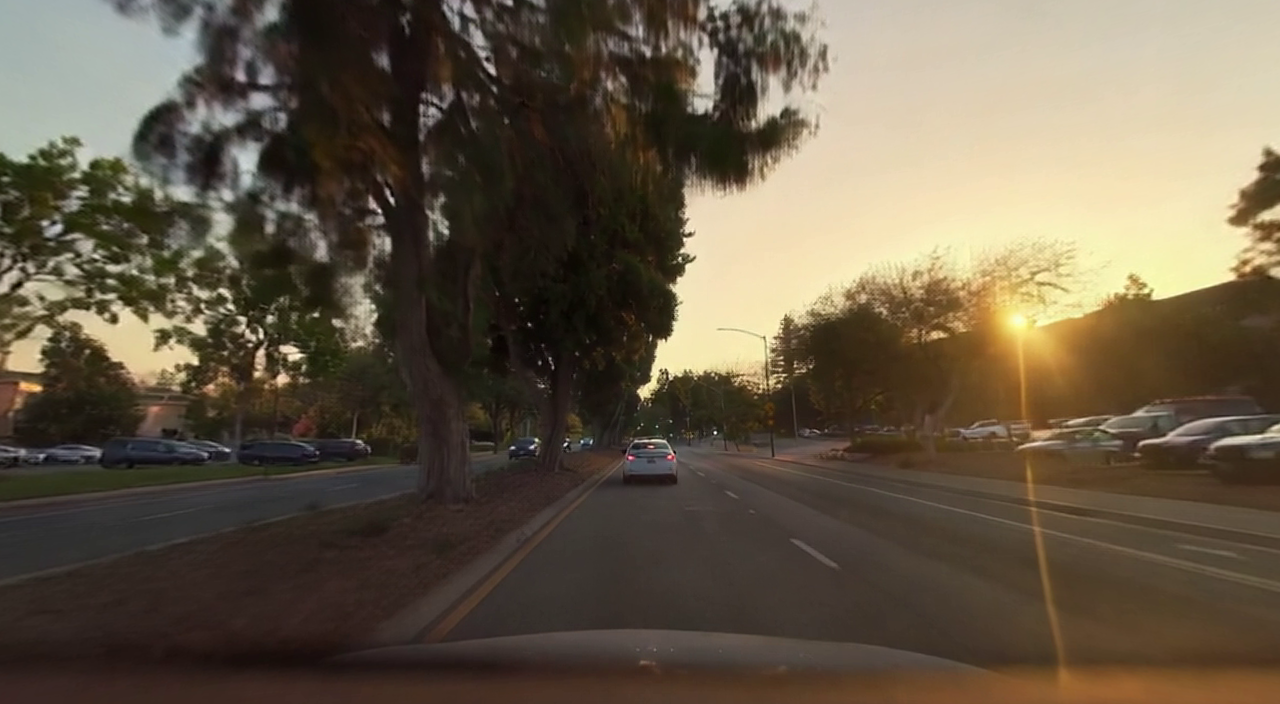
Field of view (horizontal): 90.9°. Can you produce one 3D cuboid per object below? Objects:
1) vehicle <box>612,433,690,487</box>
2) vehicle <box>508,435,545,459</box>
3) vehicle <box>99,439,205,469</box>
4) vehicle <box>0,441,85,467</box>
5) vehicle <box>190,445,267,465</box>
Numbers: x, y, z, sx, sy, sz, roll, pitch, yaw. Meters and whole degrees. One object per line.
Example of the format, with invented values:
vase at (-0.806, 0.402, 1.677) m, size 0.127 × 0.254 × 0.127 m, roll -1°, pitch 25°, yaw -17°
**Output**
vehicle at (0.256, 3.174, 18.858) m, size 2.093 × 1.442 × 3.977 m, roll 0°, pitch -8°, yaw -1°
vehicle at (-8.848, 7.442, 49.600) m, size 2.131 × 1.778 × 4.912 m, roll 0°, pitch -8°, yaw -1°
vehicle at (-30.123, 6.313, 39.042) m, size 4.764 × 1.786 × 2.091 m, roll 0°, pitch -8°, yaw 0°
vehicle at (-42.399, 7.207, 44.580) m, size 4.334 × 1.769 × 1.975 m, roll 0°, pitch -8°, yaw -2°
vehicle at (-30.412, 7.617, 46.711) m, size 4.356 × 1.444 × 1.819 m, roll 0°, pitch -8°, yaw -1°
